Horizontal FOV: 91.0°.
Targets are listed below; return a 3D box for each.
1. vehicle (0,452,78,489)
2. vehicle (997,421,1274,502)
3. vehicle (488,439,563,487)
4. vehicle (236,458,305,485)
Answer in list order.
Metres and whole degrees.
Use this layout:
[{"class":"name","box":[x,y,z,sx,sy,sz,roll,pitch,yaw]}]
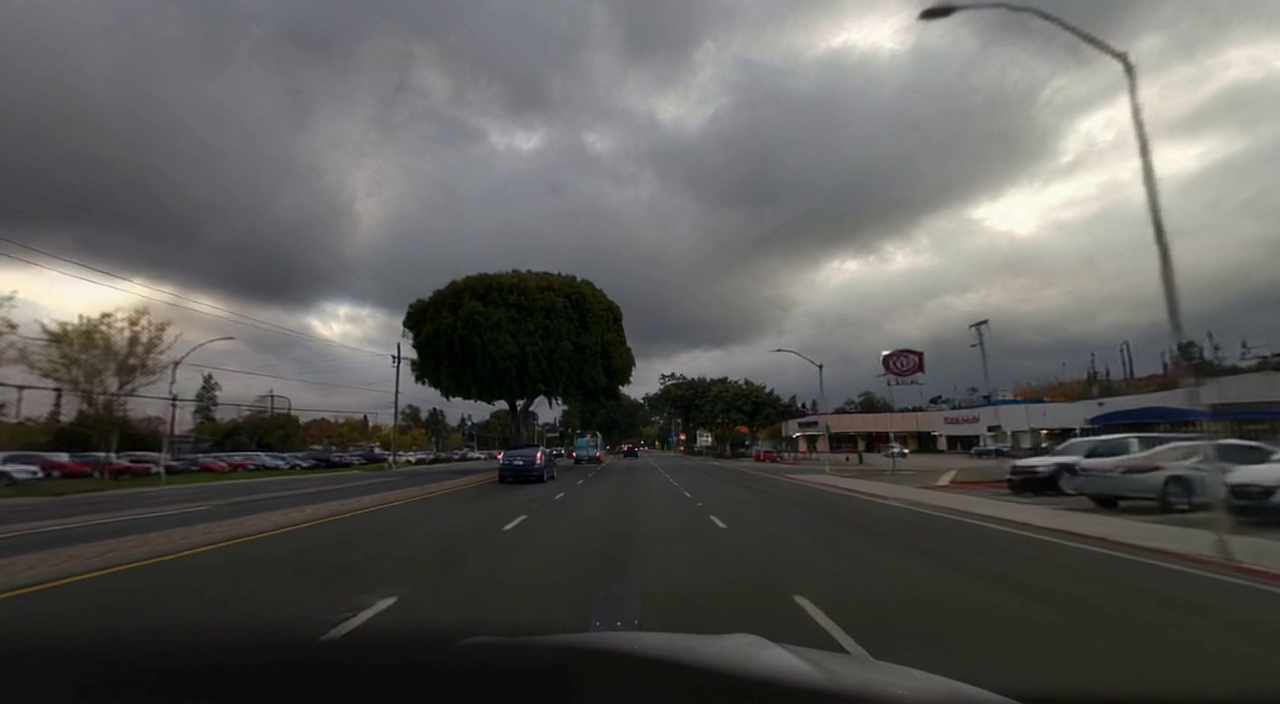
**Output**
[{"class":"vehicle","box":[-33.072,6.135,32.778,5.432,1.801,2.152,0,-9,1]},{"class":"vehicle","box":[12.793,2.858,16.525,5.500,1.749,2.057,-2,-9,-3]},{"class":"vehicle","box":[-4.336,4.262,24.535,2.109,1.672,4.256,0,-9,0]},{"class":"vehicle","box":[-22.964,7.415,39.291,1.858,1.530,4.044,0,-9,0]}]
